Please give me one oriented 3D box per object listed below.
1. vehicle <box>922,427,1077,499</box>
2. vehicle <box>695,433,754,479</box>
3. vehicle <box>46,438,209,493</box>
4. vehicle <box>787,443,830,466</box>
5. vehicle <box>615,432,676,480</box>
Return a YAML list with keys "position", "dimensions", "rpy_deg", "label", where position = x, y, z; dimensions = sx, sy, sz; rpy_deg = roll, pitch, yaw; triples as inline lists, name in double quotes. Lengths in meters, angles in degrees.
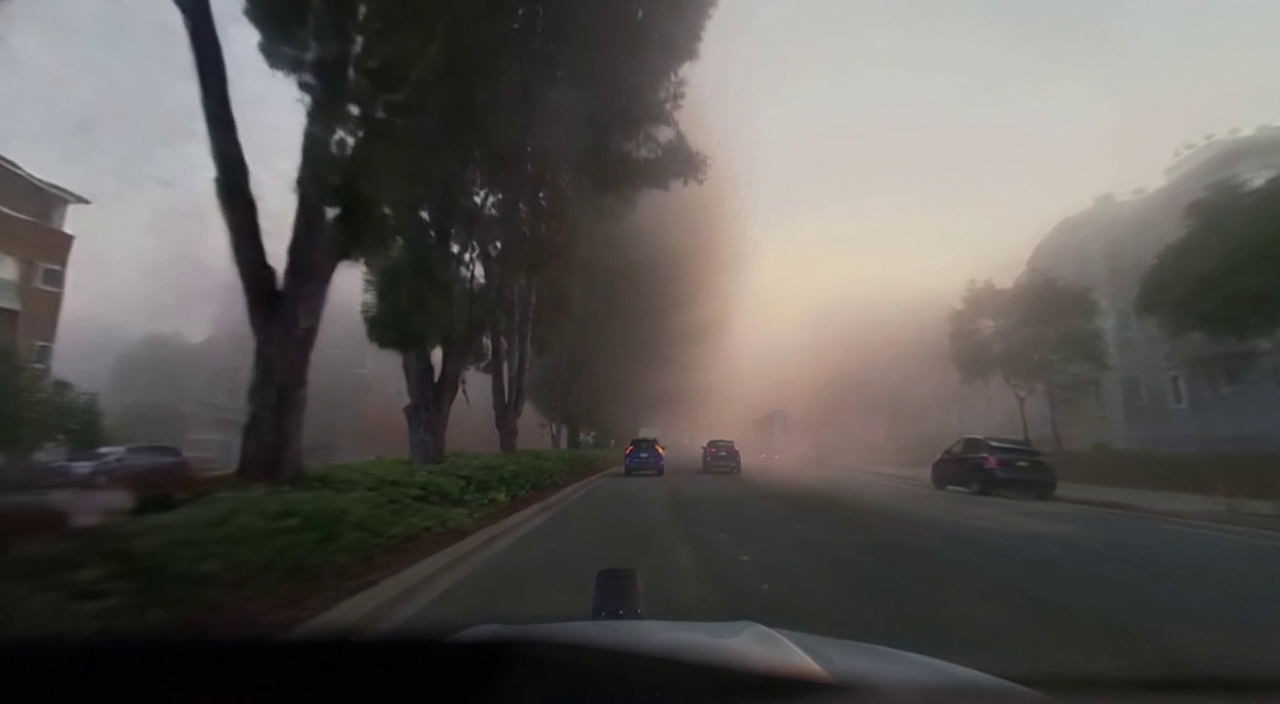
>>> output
- position: [10.355, 3.231, 18.729]
  dimensions: [1.938, 1.860, 4.690]
  rpy_deg: [0, -9, 2]
  label: "vehicle"
- position: [3.588, 4.529, 27.698]
  dimensions: [2.033, 1.823, 4.409]
  rpy_deg: [0, -9, 1]
  label: "vehicle"
- position: [-18.719, 4.135, 23.459]
  dimensions: [2.175, 1.819, 4.703]
  rpy_deg: [0, -8, -3]
  label: "vehicle"
- position: [11.618, 7.092, 43.872]
  dimensions: [1.901, 1.496, 4.948]
  rpy_deg: [-1, -9, 4]
  label: "vehicle"
- position: [0.314, 4.389, 26.882]
  dimensions: [2.345, 1.841, 5.032]
  rpy_deg: [0, -9, 2]
  label: "vehicle"
